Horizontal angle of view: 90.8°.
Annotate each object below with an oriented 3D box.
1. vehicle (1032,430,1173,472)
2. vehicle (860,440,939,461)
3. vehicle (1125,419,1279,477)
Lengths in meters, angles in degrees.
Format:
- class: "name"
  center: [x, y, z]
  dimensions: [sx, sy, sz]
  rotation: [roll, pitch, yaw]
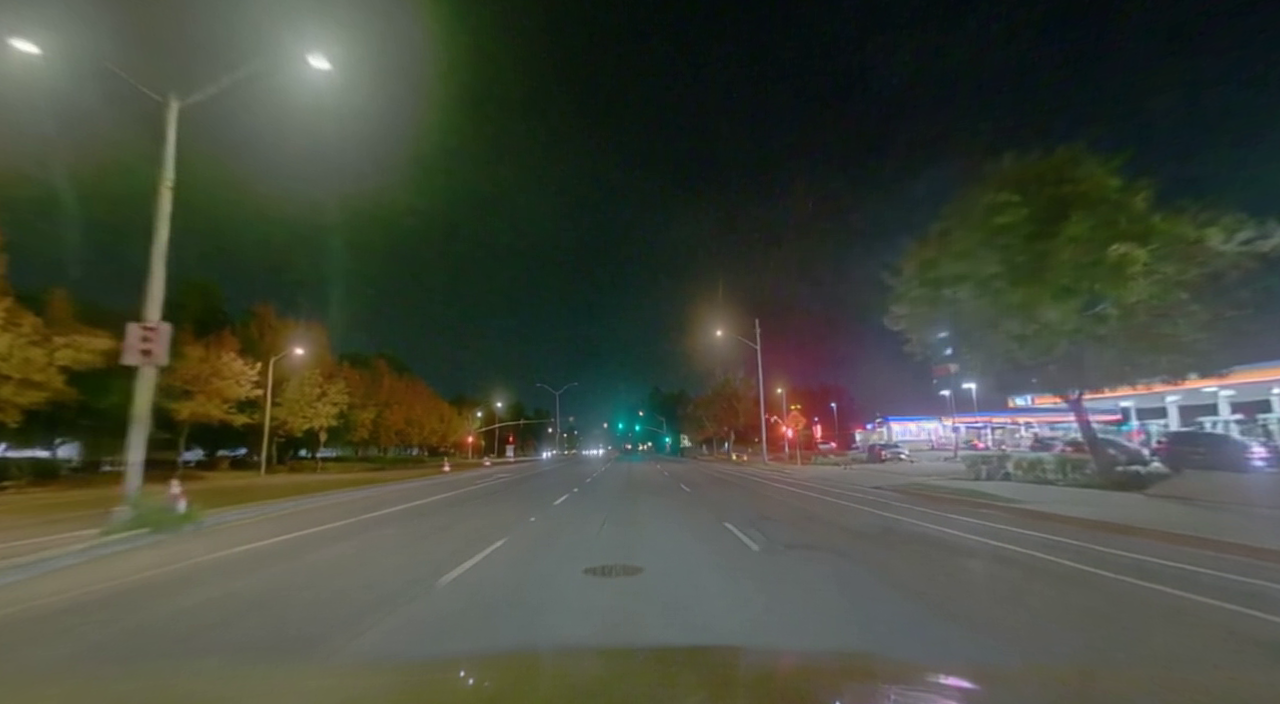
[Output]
- class: "vehicle"
  center: [17.946, 3.884, 24.873]
  dimensions: [1.912, 1.452, 4.796]
  rotation: [0, -9, 0]
- class: "vehicle"
  center: [18.300, 6.963, 44.712]
  dimensions: [4.674, 1.399, 1.987]
  rotation: [0, -8, 0]
- class: "vehicle"
  center: [22.997, 3.766, 25.719]
  dimensions: [2.094, 1.937, 5.262]
  rotation: [-3, -5, -3]
